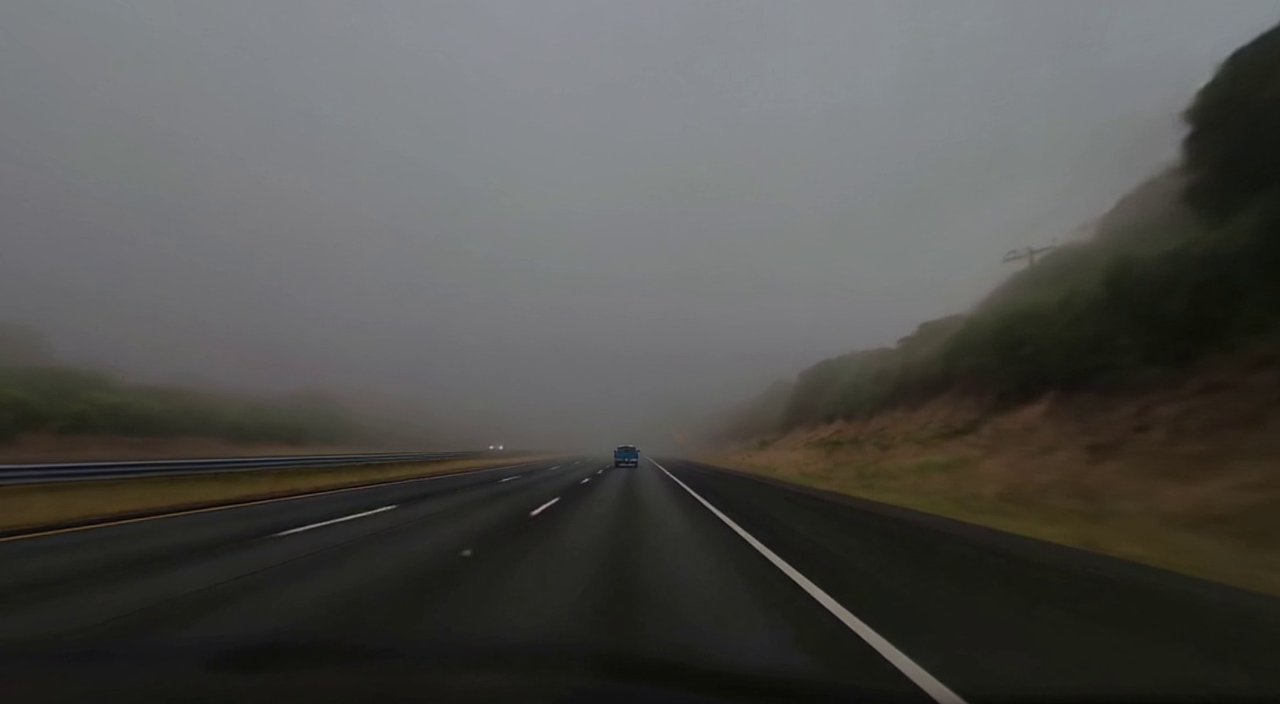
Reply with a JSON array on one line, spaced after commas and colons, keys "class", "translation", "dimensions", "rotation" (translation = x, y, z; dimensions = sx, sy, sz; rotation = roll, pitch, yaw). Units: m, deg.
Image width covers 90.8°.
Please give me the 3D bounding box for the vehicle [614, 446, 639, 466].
[{"class": "vehicle", "translation": [-1.046, 8.134, 49.348], "dimensions": [1.891, 1.456, 3.806], "rotation": [0, -9, 0]}]
